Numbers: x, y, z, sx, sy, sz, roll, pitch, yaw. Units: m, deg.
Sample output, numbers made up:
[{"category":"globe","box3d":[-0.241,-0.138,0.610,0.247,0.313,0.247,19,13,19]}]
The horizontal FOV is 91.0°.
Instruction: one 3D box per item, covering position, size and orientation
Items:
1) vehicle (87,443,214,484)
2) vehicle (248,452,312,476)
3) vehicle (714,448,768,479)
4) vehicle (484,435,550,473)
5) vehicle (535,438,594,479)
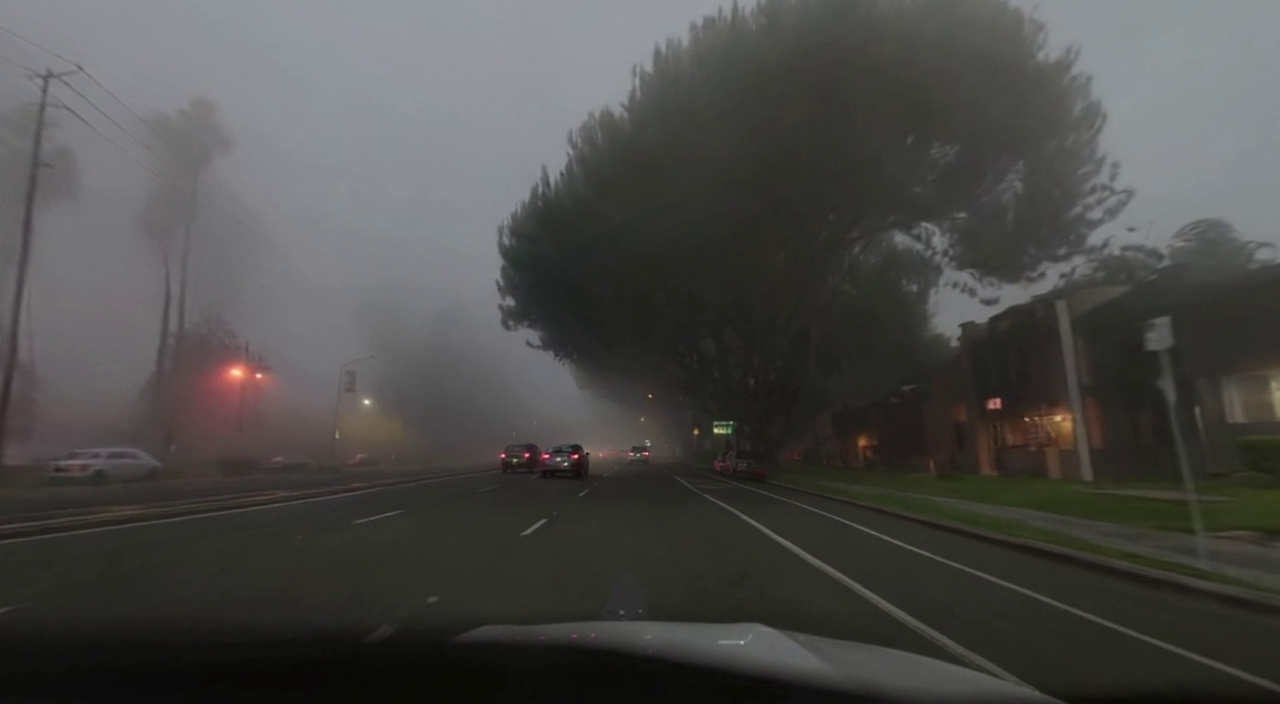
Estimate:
[{"category":"vehicle","box3d":[-25.172,5.716,32.710,2.116,1.947,5.507,0,-9,0]},{"category":"vehicle","box3d":[-25.477,7.908,44.703,1.838,1.516,4.484,0,-9,1]},{"category":"vehicle","box3d":[5.147,5.752,32.719,1.994,1.507,4.173,1,-9,-2]},{"category":"vehicle","box3d":[-6.943,5.883,36.483,2.457,2.010,6.330,0,-9,1]},{"category":"vehicle","box3d":[-3.547,5.108,30.428,2.116,1.806,4.516,0,-9,2]}]
